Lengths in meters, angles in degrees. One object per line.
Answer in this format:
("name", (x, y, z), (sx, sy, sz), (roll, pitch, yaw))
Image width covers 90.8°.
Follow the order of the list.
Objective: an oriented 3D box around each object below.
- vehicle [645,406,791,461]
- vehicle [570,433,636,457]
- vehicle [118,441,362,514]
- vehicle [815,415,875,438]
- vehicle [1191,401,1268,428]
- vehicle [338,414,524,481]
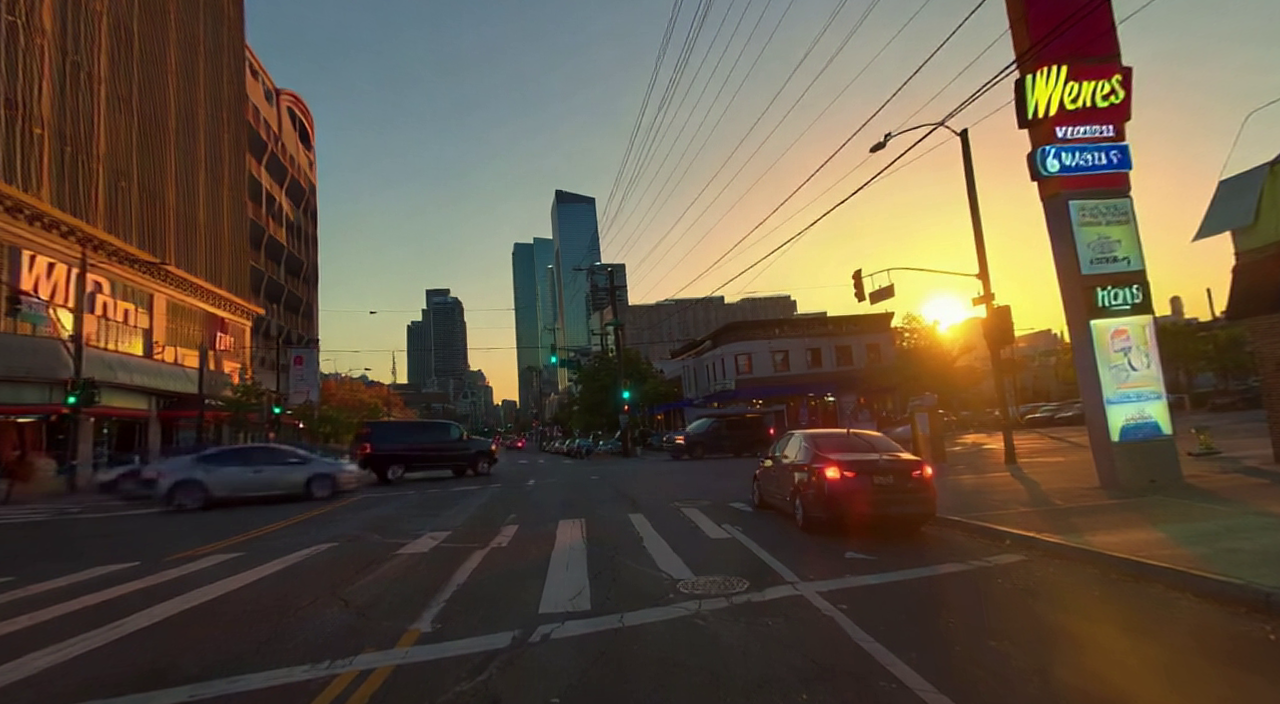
("vehicle", (3.186, 3.325, 25.452), (5.588, 1.985, 2.374), (5, -10, -32))
("vehicle", (-2.744, 6.820, 46.372), (4.591, 1.686, 1.816), (1, -9, -11))
("vehicle", (-8.994, 2.800, 14.625), (4.433, 1.453, 1.804), (4, -10, -29))
("vehicle", (16.043, 5.834, 49.438), (4.589, 1.730, 1.801), (4, -9, -31))
("vehicle", (35.045, 3.738, 37.529), (4.499, 1.524, 1.784), (3, -8, -28))
("vehicle", (-6.788, 3.196, 21.224), (2.081, 1.938, 5.603), (-7, -11, 39))
